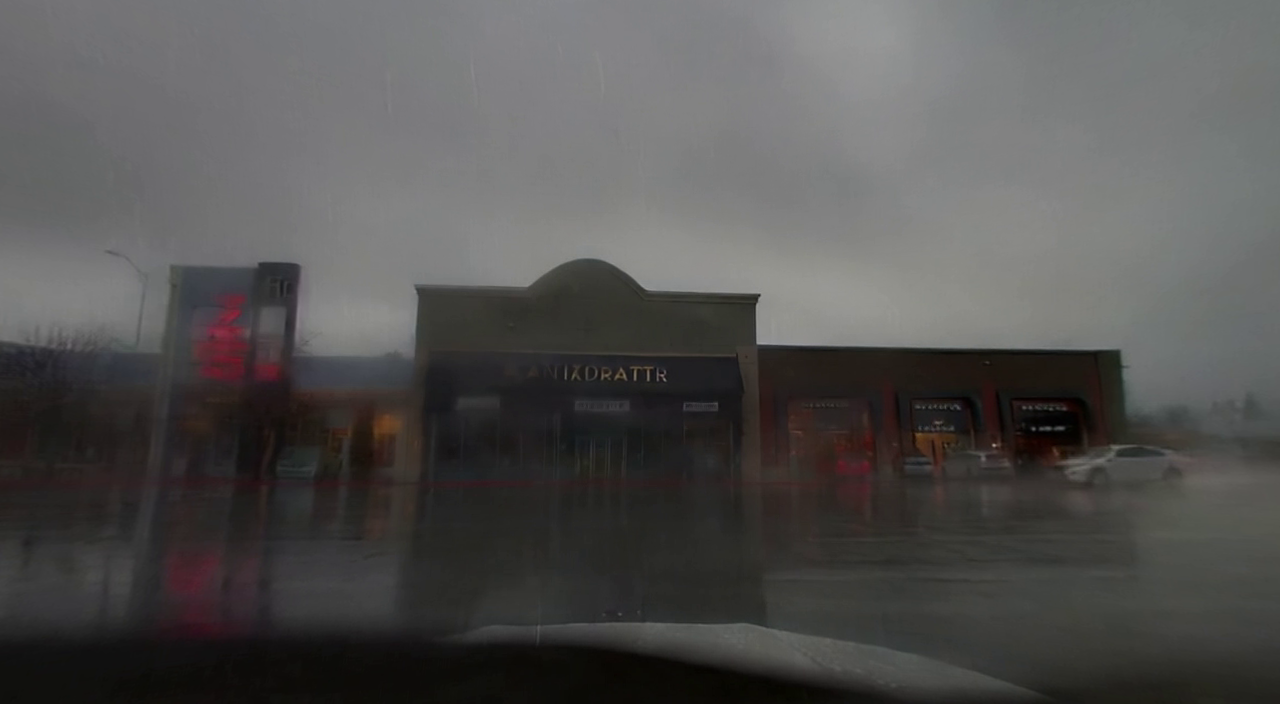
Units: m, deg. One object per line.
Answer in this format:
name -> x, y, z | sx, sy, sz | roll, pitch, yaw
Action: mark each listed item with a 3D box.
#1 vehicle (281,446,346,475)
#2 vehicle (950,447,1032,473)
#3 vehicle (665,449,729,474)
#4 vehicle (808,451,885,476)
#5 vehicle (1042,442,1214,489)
vehicle -> -20.050, 6.597, 38.707 | 4.596, 1.680, 1.936 | -8, -11, 41
vehicle -> 25.664, 7.885, 46.288 | 4.838, 1.799, 1.914 | -7, -11, 39
vehicle -> 3.547, 6.899, 40.021 | 1.812, 1.468, 4.519 | 5, -10, -28
vehicle -> 12.943, 6.993, 39.893 | 1.791, 1.453, 4.593 | 5, -10, -29
vehicle -> 18.352, 4.261, 23.909 | 4.889, 1.659, 2.059 | 1, -9, -4
